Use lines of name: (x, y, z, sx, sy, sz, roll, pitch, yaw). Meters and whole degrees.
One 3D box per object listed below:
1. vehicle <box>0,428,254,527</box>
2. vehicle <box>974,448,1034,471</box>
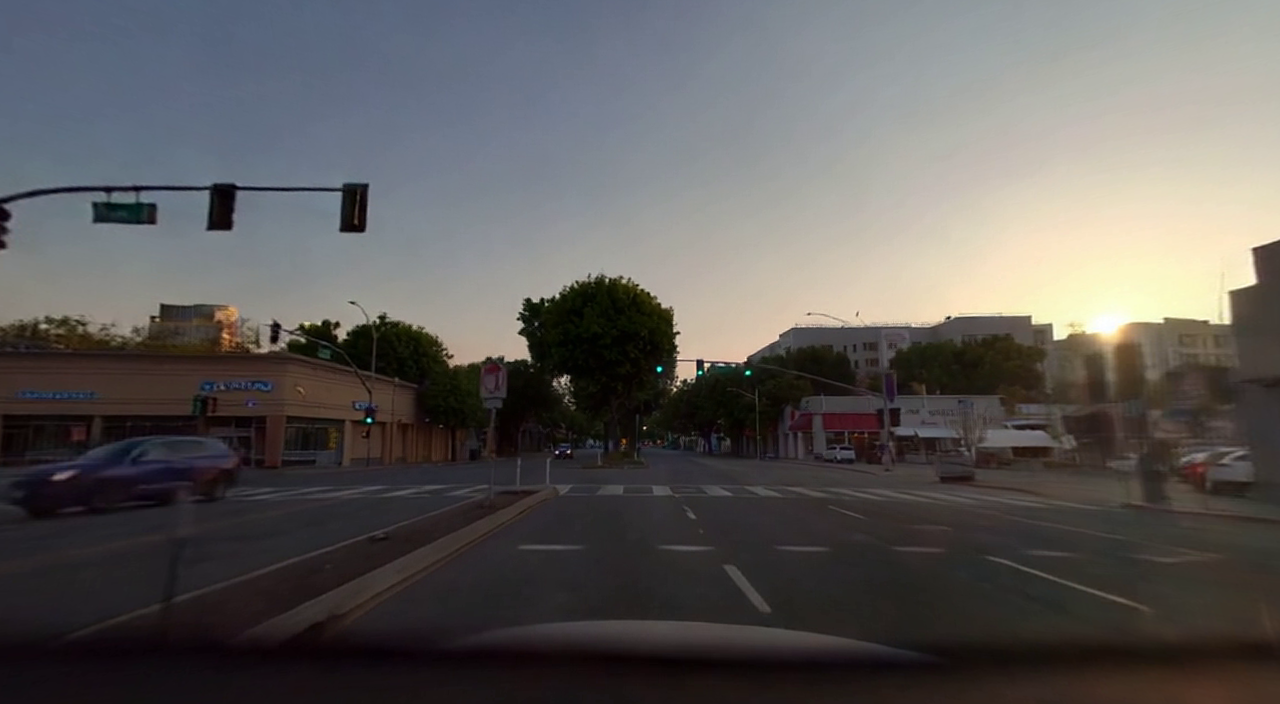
vehicle: (-11.226, 2.585, 13.659, 2.010, 1.728, 4.408, -4, -9, 25)
vehicle: (27.714, 8.159, 48.280, 1.929, 1.613, 4.530, 0, -8, 2)
